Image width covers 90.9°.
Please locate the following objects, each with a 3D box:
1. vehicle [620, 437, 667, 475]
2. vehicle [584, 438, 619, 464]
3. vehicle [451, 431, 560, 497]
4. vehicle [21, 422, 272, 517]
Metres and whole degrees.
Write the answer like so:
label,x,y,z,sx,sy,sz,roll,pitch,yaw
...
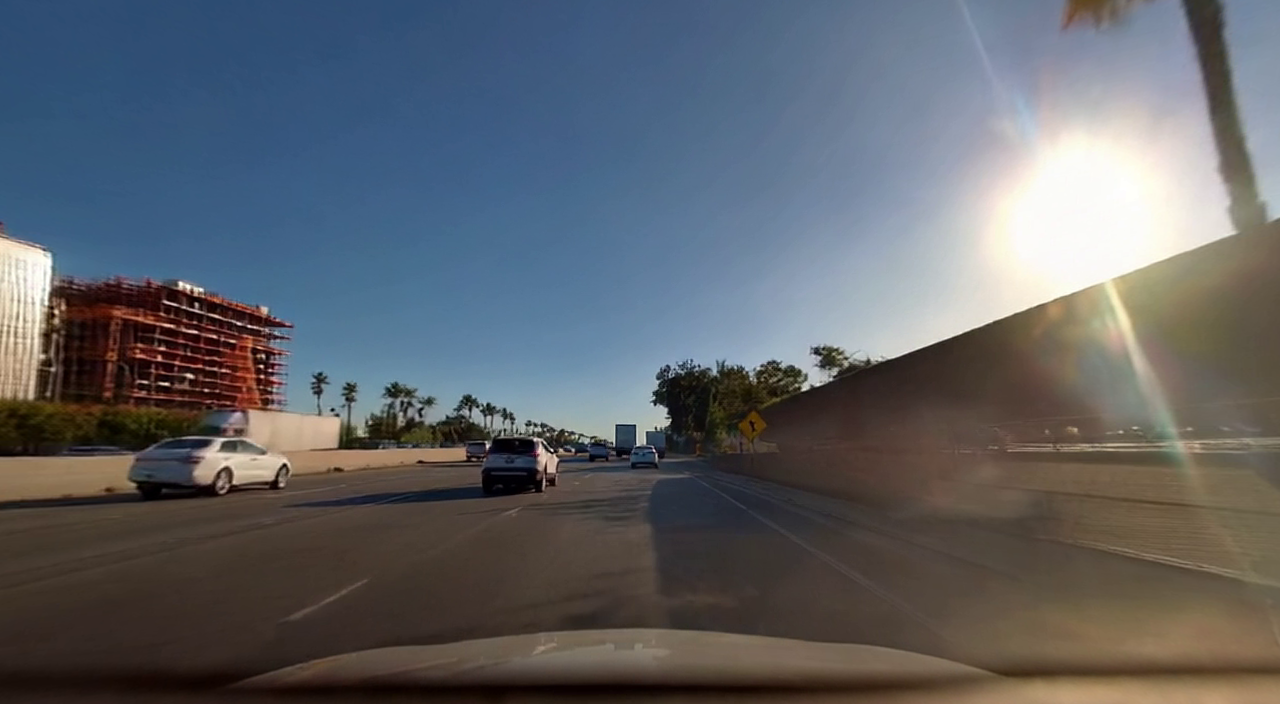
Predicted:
label,x,y,z,sx,sy,sz,roll,pitch,yaw
vehicle,0.206,5.044,30.787,2.136,1.678,4.052,0,-8,2
vehicle,-2.949,7.740,49.463,2.203,1.958,4.848,-1,-8,3
vehicle,-3.861,3.301,19.012,2.108,1.740,4.549,-1,-8,2
vehicle,-10.945,2.619,14.588,2.007,1.815,4.558,0,-8,2
